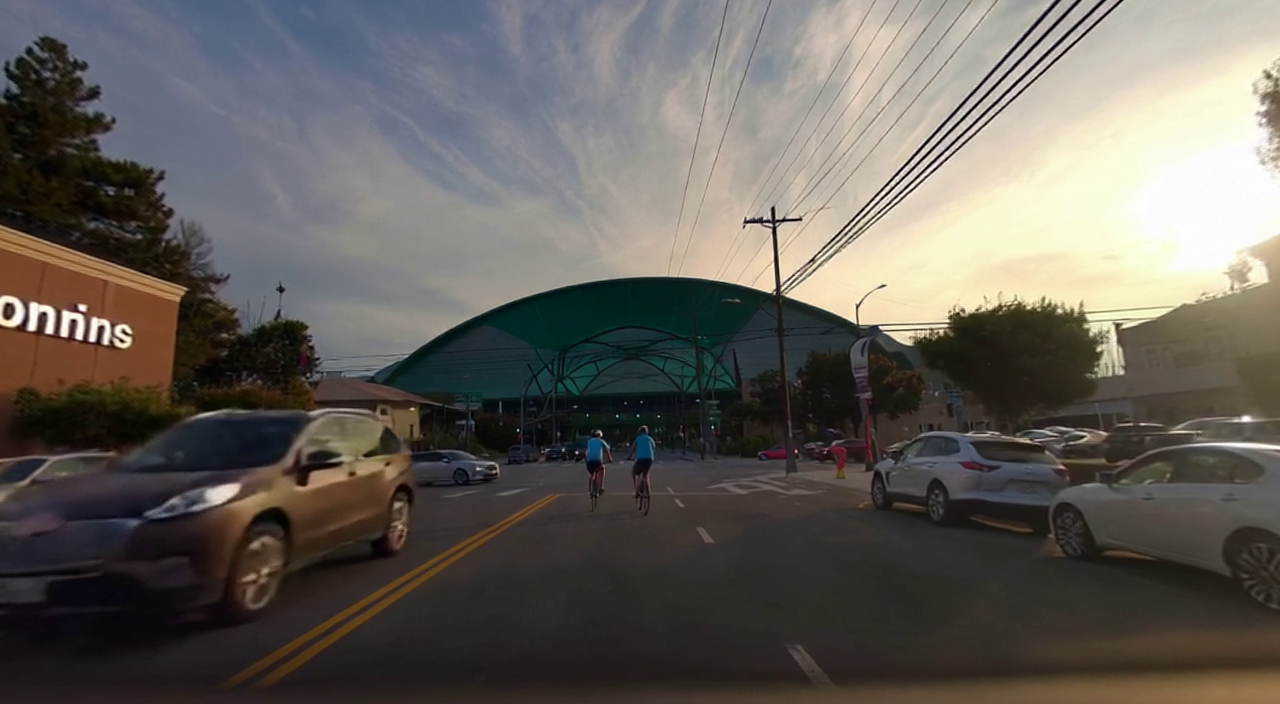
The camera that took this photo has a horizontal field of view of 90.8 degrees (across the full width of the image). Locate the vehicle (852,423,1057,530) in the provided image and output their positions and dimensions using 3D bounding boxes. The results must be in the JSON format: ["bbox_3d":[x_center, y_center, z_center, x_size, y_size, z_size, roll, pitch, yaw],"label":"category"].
[{"bbox_3d":[5.805,2.322,12.318,1.873,1.714,3.979,0,-8,-1],"label":"vehicle"}]

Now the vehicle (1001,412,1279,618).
[{"bbox_3d":[5.877,1.500,6.526,1.900,1.566,3.995,0,-8,0],"label":"vehicle"}]

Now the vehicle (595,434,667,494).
[{"bbox_3d":[-0.282,3.716,21.327,2.190,1.783,4.048,0,-8,0],"label":"vehicle"}]

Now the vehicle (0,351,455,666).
[{"bbox_3d":[-3.733,1.319,6.447,2.184,1.954,4.898,0,-8,0],"label":"vehicle"}]
